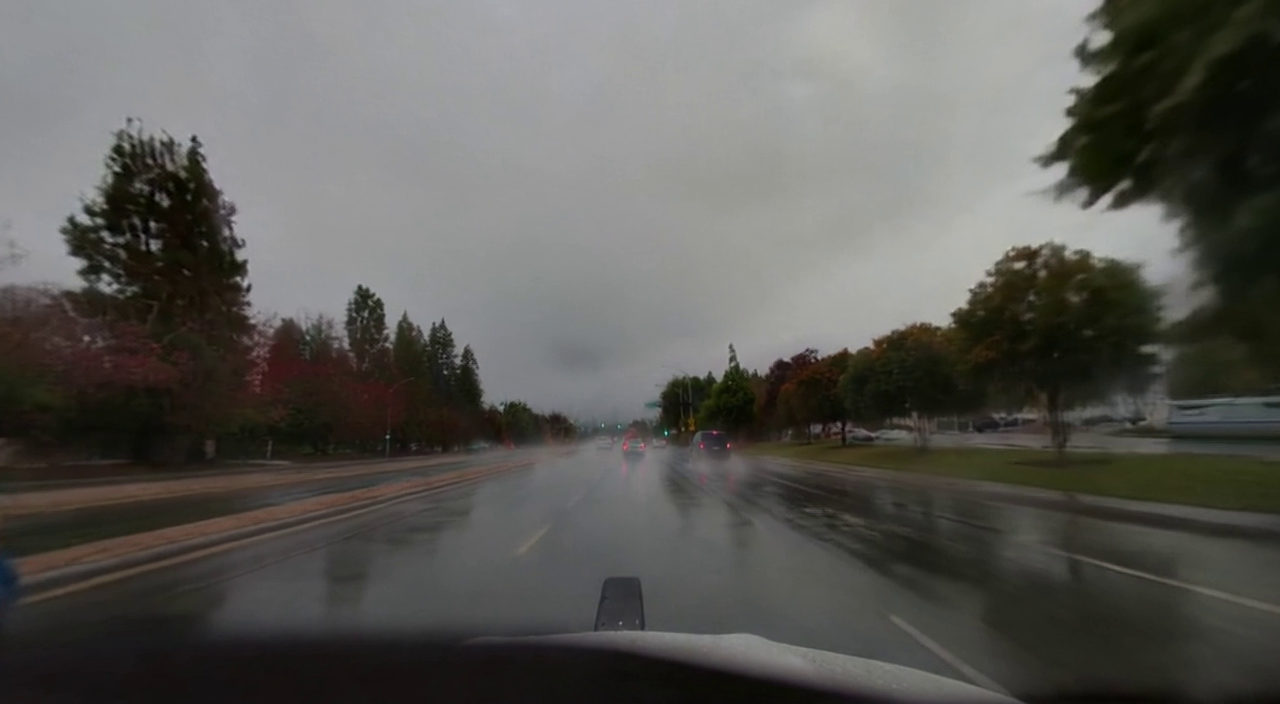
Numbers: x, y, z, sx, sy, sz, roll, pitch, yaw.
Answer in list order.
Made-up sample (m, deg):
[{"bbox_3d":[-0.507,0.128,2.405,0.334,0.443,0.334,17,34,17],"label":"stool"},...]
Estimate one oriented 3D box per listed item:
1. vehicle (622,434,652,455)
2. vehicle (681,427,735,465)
[{"bbox_3d":[-0.250,6.691,45.518,2.039,1.455,3.826,0,-8,-1],"label":"vehicle"},{"bbox_3d":[3.387,4.807,32.292,2.181,1.781,4.257,0,-8,-1],"label":"vehicle"}]
